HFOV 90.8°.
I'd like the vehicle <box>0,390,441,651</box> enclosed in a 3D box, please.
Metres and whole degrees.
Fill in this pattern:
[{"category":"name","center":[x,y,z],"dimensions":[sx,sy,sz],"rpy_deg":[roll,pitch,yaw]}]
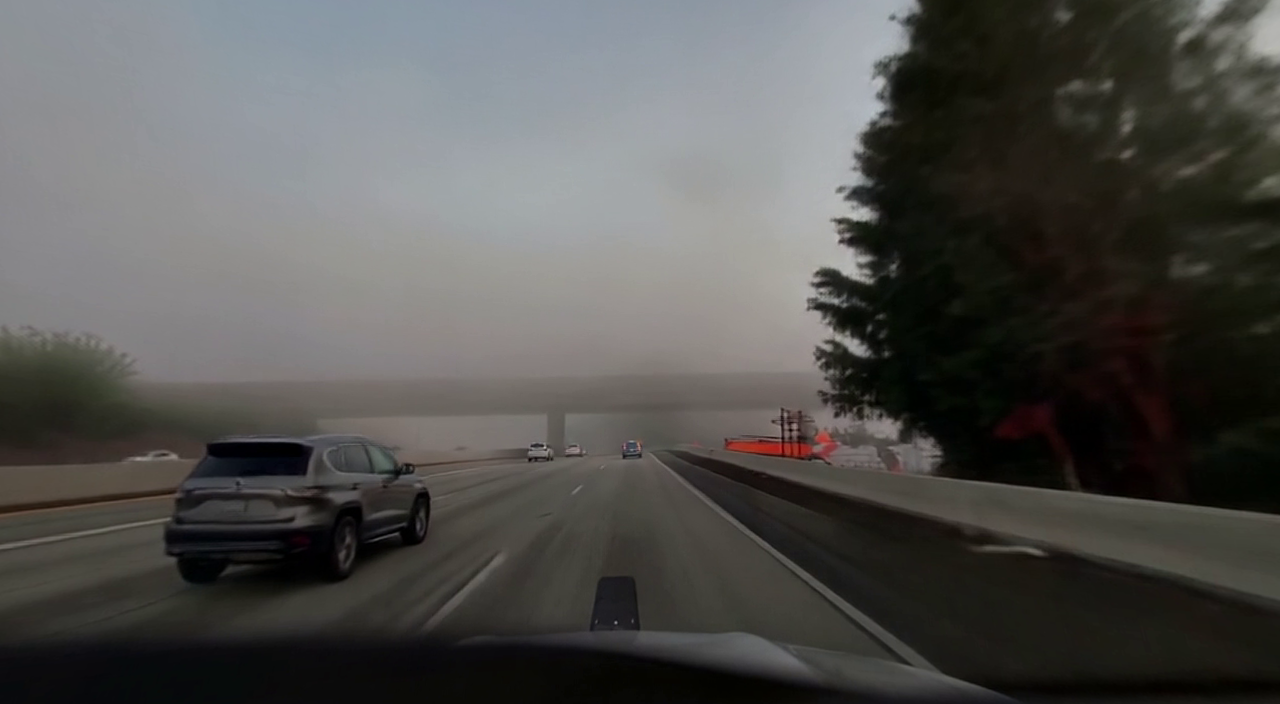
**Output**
[{"category":"vehicle","center":[-3.625,1.383,6.193],"dimensions":[2.024,1.655,4.192],"rpy_deg":[0,-8,-1]}]

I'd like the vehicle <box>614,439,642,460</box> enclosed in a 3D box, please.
[{"category":"vehicle","center":[-0.916,7.296,47.242],"dimensions":[2.051,1.459,4.092],"rpy_deg":[0,-8,-1]}]
